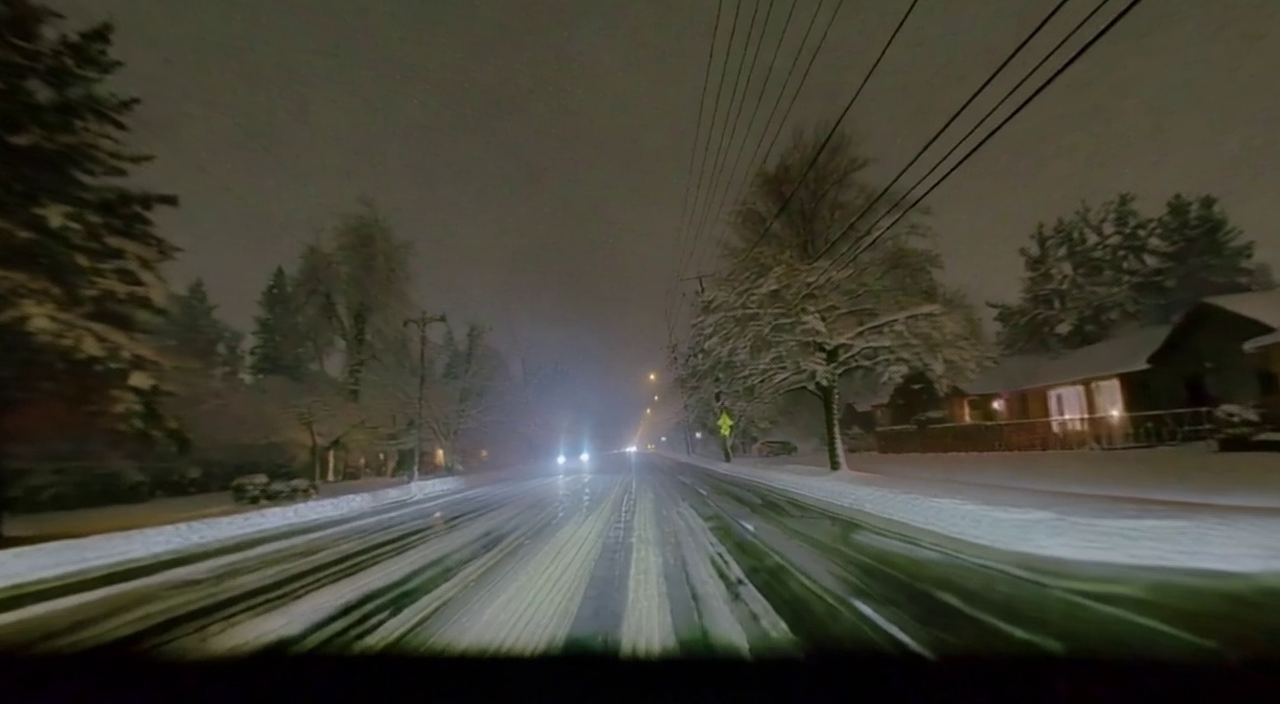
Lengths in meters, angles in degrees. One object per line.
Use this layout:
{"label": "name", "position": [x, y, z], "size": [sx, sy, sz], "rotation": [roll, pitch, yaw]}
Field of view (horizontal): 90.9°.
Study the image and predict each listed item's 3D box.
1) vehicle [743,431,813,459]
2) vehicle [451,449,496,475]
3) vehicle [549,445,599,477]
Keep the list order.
{"label": "vehicle", "position": [10.354, 7.020, 47.535], "size": [4.626, 1.731, 2.007], "rotation": [-3, -9, -2]}
{"label": "vehicle", "position": [-13.128, 8.649, 49.962], "size": [2.053, 1.906, 4.889], "rotation": [0, -9, 3]}
{"label": "vehicle", "position": [-3.498, 5.853, 34.088], "size": [2.102, 1.524, 4.387], "rotation": [-3, -9, 1]}
